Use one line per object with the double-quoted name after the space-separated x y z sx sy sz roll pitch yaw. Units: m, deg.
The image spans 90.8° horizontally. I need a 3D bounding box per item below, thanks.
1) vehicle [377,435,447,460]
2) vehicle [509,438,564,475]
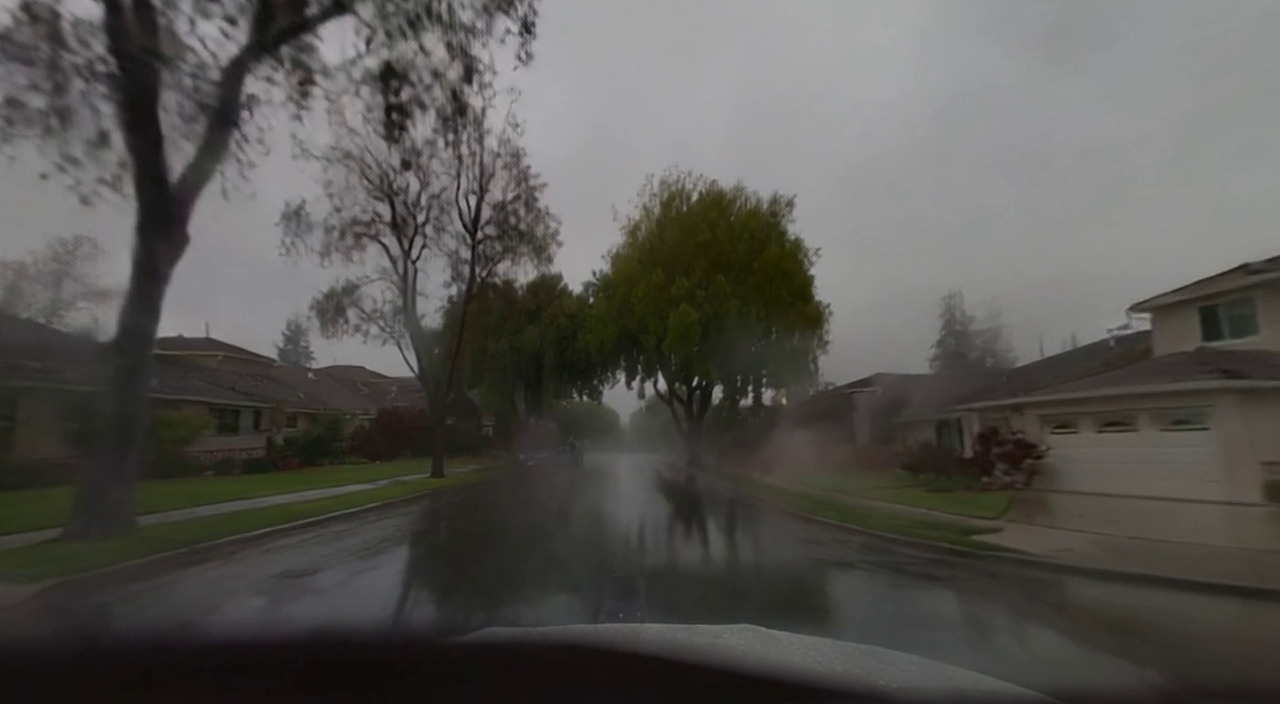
-17.340 7.233 48.104 4.546 1.791 1.992 0 -7 -1 "vehicle"
-5.784 5.952 36.221 2.341 1.886 5.684 1 -9 -2 "vehicle"
